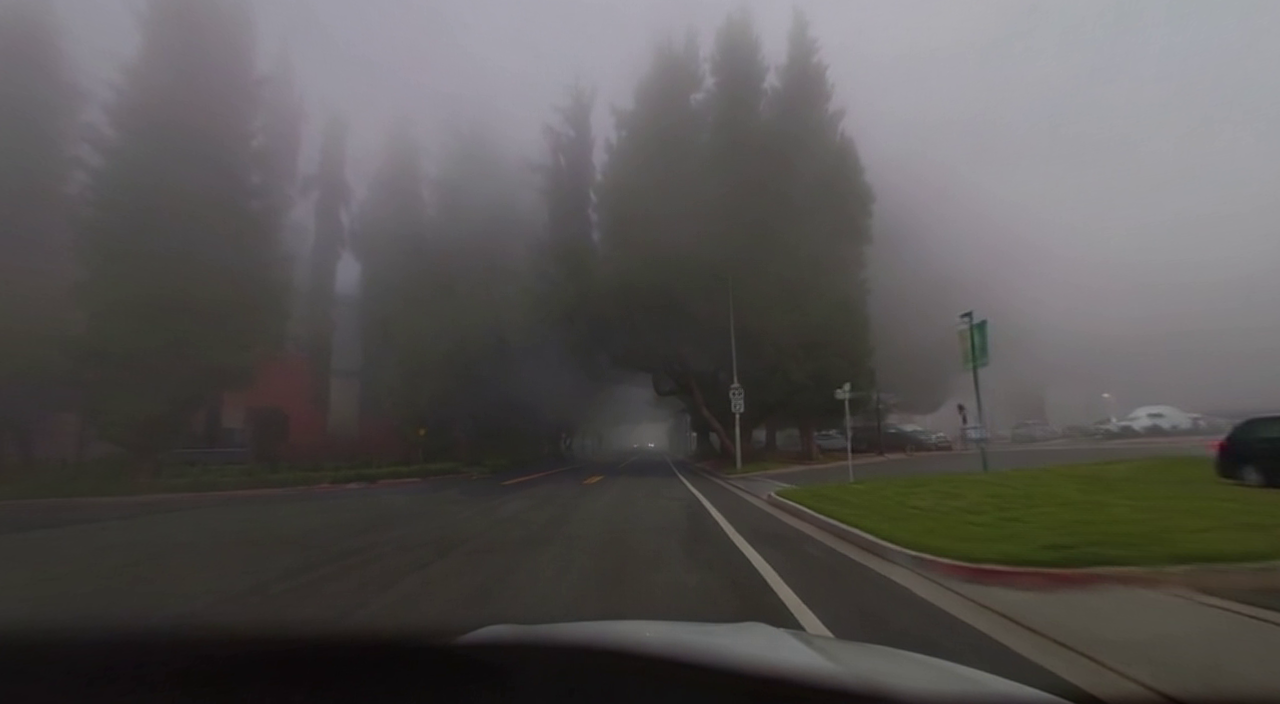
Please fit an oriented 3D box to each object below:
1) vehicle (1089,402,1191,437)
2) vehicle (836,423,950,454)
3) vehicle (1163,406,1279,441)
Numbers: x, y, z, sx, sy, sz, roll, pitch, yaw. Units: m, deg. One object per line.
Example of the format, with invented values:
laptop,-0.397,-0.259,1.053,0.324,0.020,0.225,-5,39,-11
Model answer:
vehicle,27.282,3.784,34.636,1.850,1.706,4.610,0,-8,0
vehicle,12.799,4.417,32.144,4.955,1.489,2.002,0,-8,1
vehicle,27.228,3.407,29.436,1.911,1.461,4.284,0,-8,0
